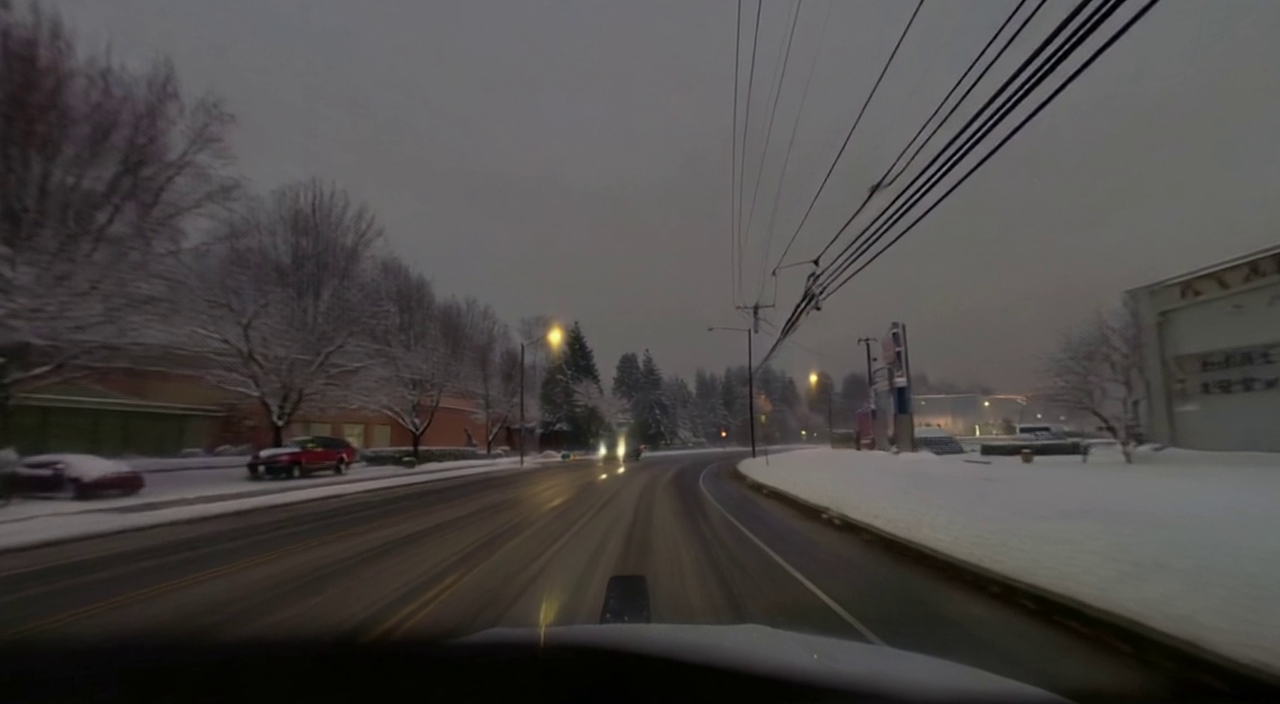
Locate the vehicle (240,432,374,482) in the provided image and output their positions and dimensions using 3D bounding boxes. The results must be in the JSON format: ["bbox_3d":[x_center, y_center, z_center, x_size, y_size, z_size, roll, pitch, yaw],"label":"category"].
[{"bbox_3d":[-15.864,5.126,30.684,2.502,2.113,6.488,-1,-10,5],"label":"vehicle"}]

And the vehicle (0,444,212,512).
[{"bbox_3d":[-14.467,3.347,17.357,2.070,1.577,4.652,0,-8,0],"label":"vehicle"}]

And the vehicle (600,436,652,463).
[{"bbox_3d":[-1.015,7.603,49.156,2.490,1.961,5.553,-2,-9,16],"label":"vehicle"}]
